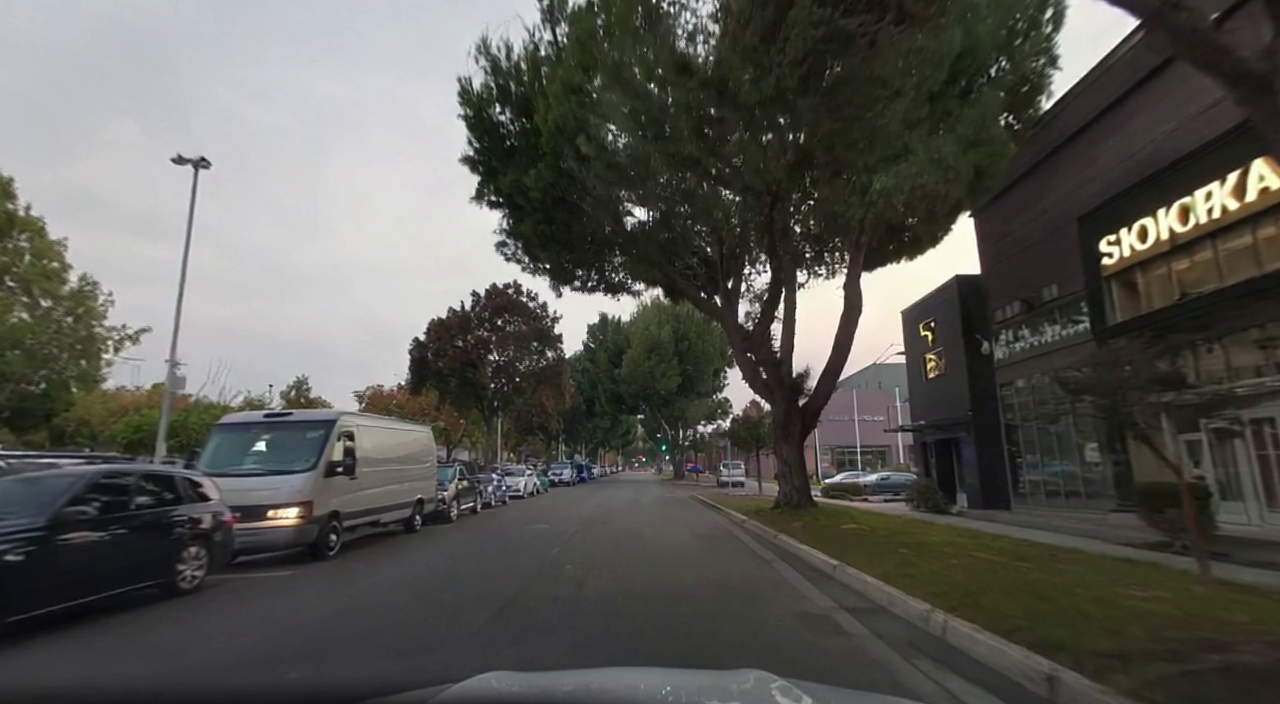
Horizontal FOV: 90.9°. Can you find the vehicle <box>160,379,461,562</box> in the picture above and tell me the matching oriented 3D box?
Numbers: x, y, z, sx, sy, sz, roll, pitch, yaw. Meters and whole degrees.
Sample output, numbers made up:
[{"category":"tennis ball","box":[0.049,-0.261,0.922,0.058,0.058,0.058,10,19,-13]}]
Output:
[{"category":"vehicle","box":[-5.622,2.218,12.057,2.526,2.655,5.480,0,-11,2]}]

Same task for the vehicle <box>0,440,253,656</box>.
[{"category":"vehicle","box":[-5.807,1.639,5.627,1.843,1.624,4.372,0,-11,0]}]

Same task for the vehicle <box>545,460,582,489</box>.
[{"category":"vehicle","box":[-5.704,9.175,47.399,2.196,2.001,5.548,1,-11,-2]}]

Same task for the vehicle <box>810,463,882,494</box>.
[{"category":"vehicle","box":[10.447,6.485,32.388,1.926,1.469,4.654,1,-11,-3]}]

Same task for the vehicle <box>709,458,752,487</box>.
[{"category":"vehicle","box":[5.883,7.957,41.714,2.054,1.779,4.650,1,-11,-1]}]
